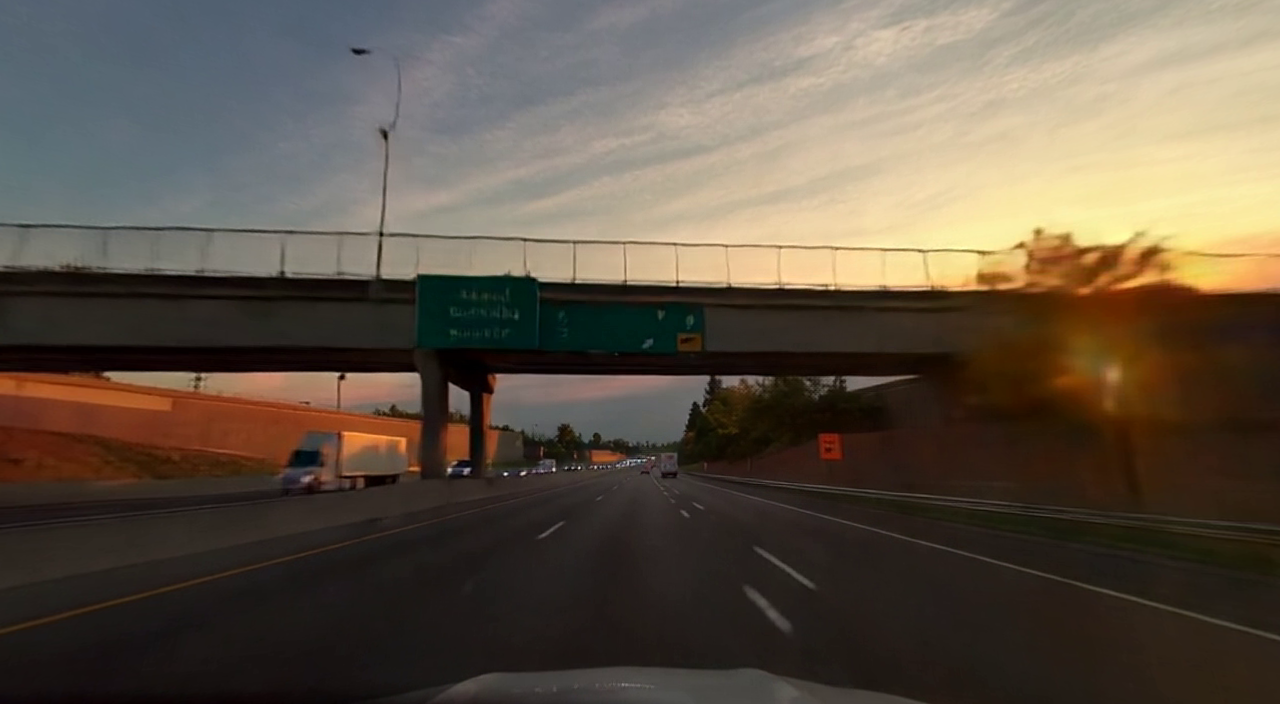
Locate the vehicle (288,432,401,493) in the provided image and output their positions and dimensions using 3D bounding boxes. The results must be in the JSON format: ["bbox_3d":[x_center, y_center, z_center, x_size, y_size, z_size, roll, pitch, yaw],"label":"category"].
[{"bbox_3d":[-19.680,7.532,42.839,2.909,3.656,9.268,1,-10,1],"label":"vehicle"}]
